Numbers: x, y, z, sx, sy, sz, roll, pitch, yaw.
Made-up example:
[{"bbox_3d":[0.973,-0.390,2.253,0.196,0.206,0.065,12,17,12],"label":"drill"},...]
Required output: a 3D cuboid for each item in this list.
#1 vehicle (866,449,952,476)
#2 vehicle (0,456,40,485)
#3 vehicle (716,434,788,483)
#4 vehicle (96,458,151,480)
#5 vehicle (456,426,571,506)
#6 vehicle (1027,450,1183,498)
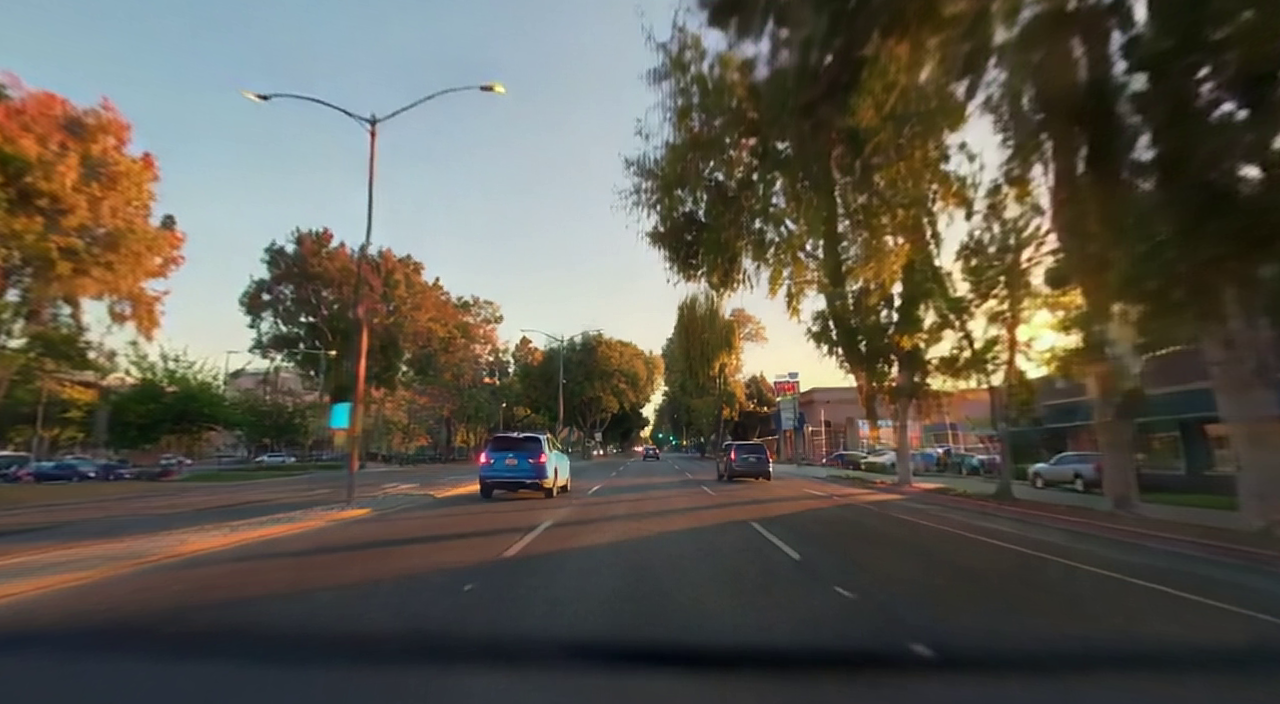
[{"bbox_3d":[16.888,6.934,39.692,4.479,1.445,1.946,-1,-8,-2],"label":"vehicle"},{"bbox_3d":[-38.480,7.132,38.032,4.355,1.541,1.919,-5,-9,28],"label":"vehicle"},{"bbox_3d":[4.425,4.277,25.628,2.083,1.779,4.347,0,-8,-1],"label":"vehicle"},{"bbox_3d":[-38.785,8.730,47.281,3.857,1.463,1.808,-5,-9,29],"label":"vehicle"},{"bbox_3d":[-3.136,2.925,16.696,2.047,1.810,4.414,0,-8,1],"label":"vehicle"},{"bbox_3d":[15.583,4.050,21.215,4.133,1.475,1.833,2,-8,-12],"label":"vehicle"}]
